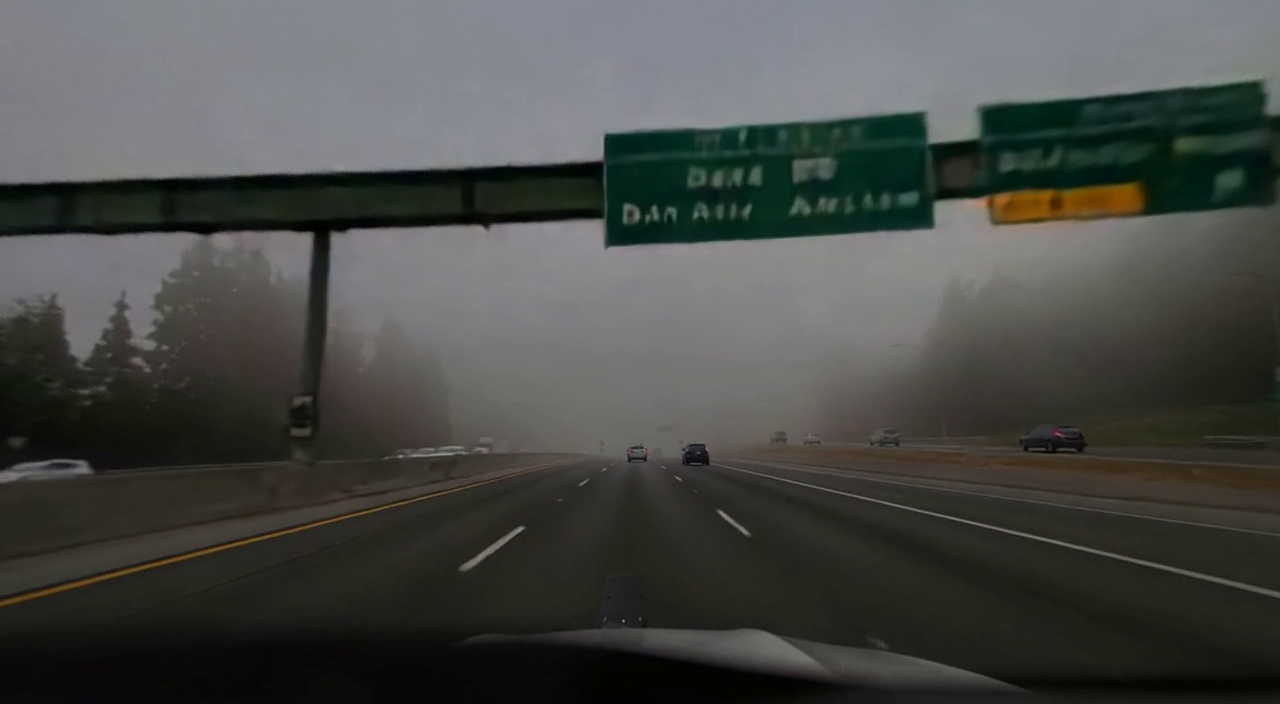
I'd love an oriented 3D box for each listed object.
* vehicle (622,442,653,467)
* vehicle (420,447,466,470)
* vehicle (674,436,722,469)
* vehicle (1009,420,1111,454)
[{"bbox_3d":[-0.167,7.471,45.953,2.105,1.711,4.293,0,-9,0],"label":"vehicle"},{"bbox_3d":[-15.260,8.224,49.113,2.047,1.671,4.892,0,-9,0],"label":"vehicle"},{"bbox_3d":[3.683,6.599,41.518,2.505,2.020,5.532,0,-9,-1],"label":"vehicle"},{"bbox_3d":[19.682,4.075,29.830,1.872,1.459,4.502,-1,-9,3],"label":"vehicle"}]
